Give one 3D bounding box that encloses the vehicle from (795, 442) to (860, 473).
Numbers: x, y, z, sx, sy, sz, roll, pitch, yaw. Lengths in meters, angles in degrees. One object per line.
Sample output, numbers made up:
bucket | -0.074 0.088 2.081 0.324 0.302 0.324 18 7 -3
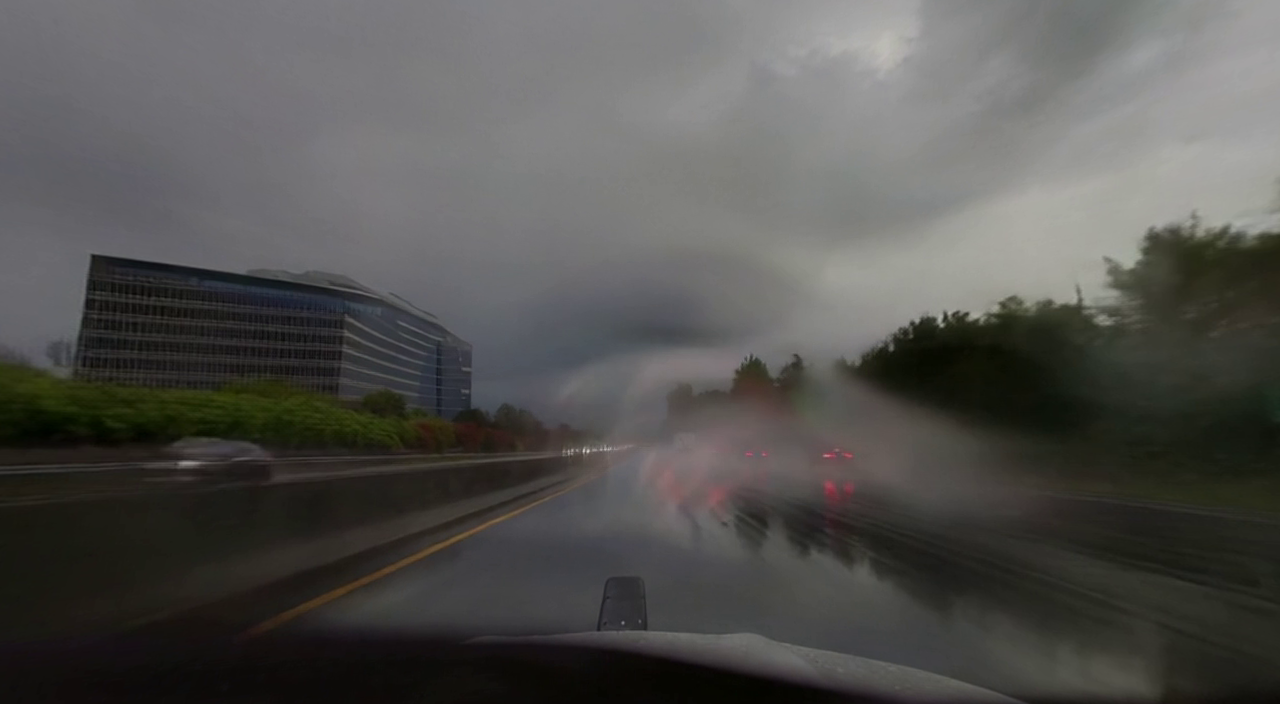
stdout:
vehicle | 10.957 6.211 37.273 2.127 1.646 4.926 0 -9 -3
